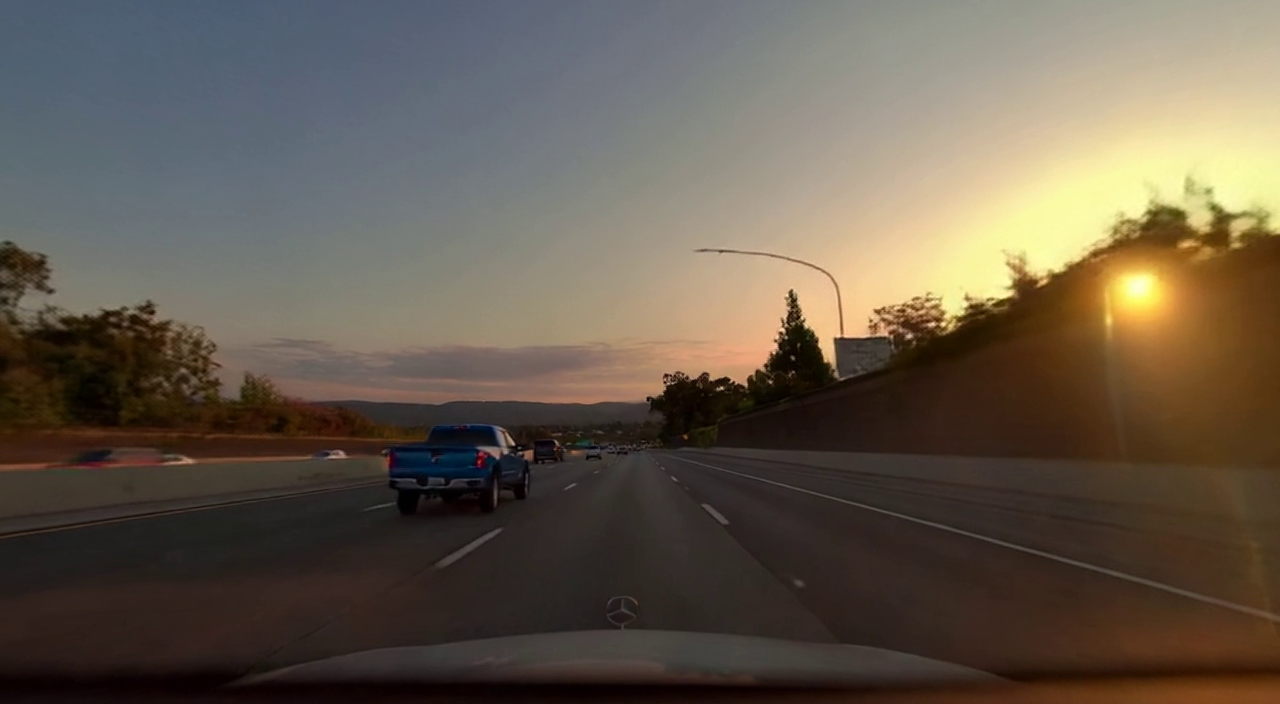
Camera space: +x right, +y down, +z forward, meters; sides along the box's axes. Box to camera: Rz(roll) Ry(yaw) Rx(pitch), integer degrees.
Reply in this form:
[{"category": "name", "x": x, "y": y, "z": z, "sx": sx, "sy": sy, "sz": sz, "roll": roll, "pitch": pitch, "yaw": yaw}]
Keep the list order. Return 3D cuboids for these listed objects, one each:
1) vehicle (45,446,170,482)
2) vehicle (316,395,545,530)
[{"category": "vehicle", "x": -25.646, "y": 5.371, "z": 30.628, "sx": 1.930, "sy": 1.587, "sz": 4.711, "roll": 0, "pitch": -8, "yaw": 0}, {"category": "vehicle", "x": -3.859, "y": 2.242, "z": 13.370, "sx": 2.604, "sy": 2.170, "sz": 6.271, "roll": 0, "pitch": -8, "yaw": 1}]
